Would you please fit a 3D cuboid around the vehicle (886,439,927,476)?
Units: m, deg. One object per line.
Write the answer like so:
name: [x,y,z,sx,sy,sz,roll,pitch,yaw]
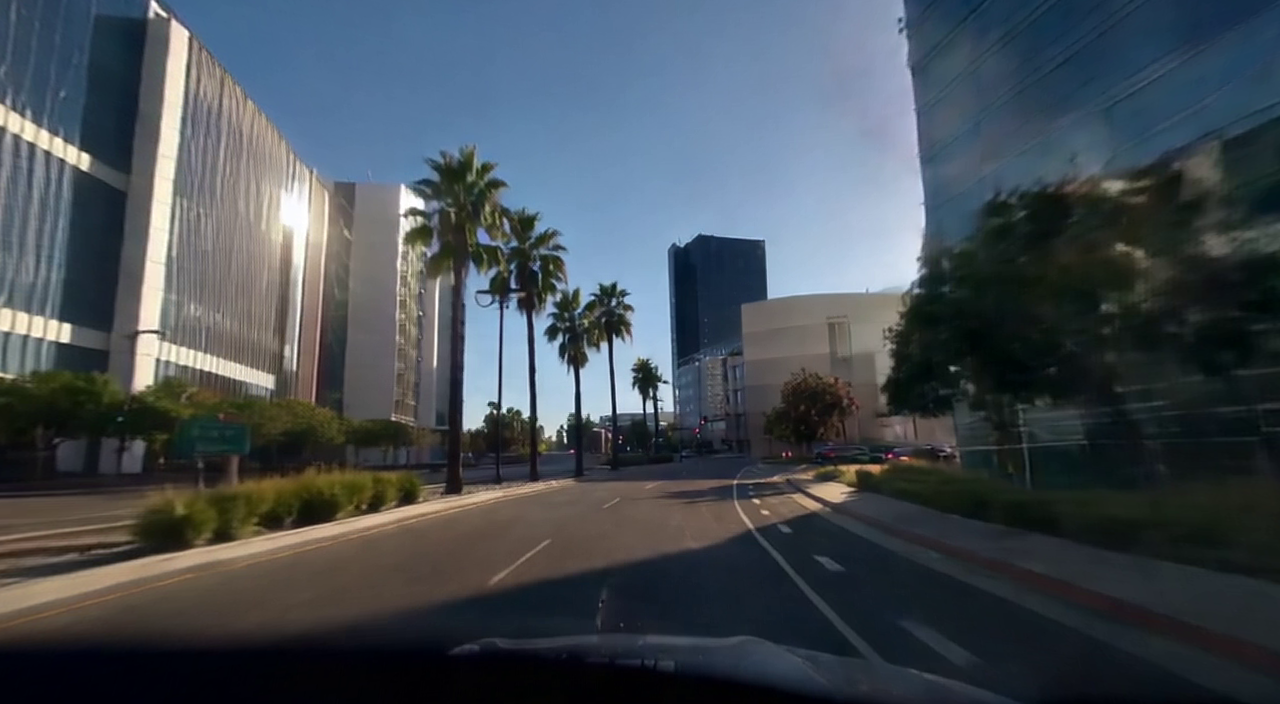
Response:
vehicle: [18.010,7.168,42.664,2.219,2.342,1.744,-1,-11,13]
